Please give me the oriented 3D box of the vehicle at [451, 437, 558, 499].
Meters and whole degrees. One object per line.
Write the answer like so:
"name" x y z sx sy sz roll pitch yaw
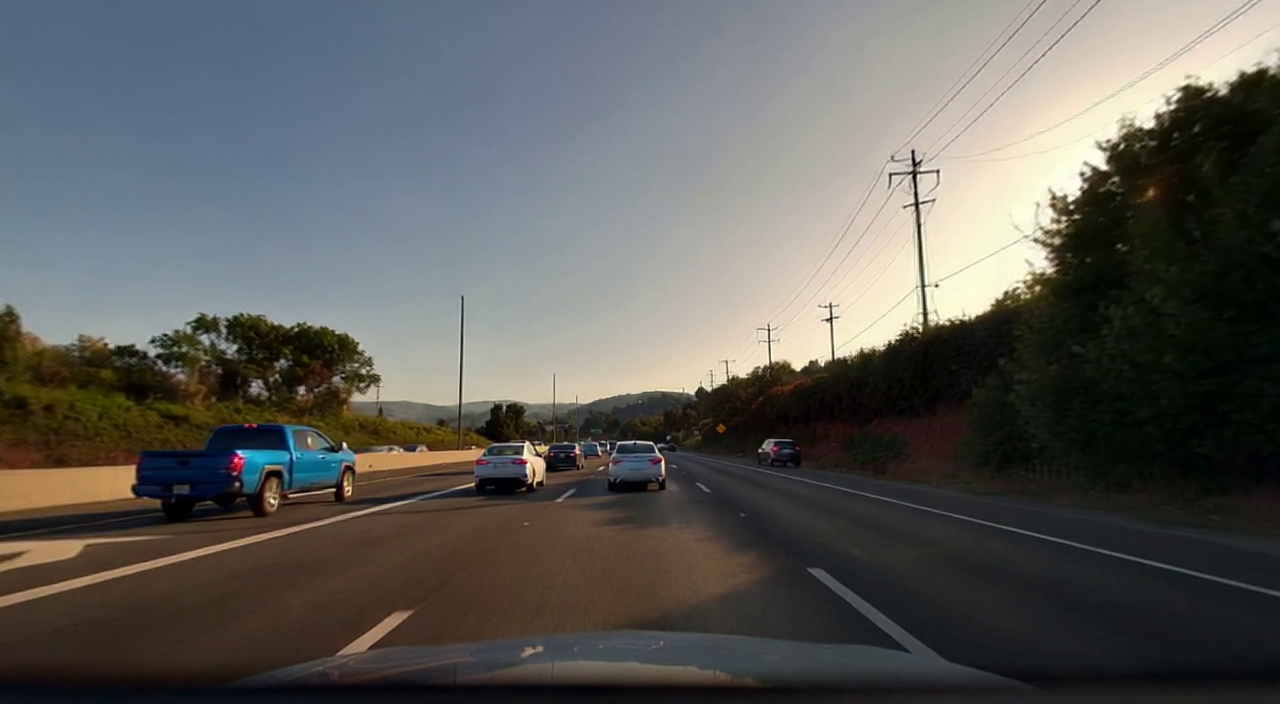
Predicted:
"vehicle" -3.454 3.026 16.935 1.899 1.437 4.131 0 -8 1

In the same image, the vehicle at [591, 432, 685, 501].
"vehicle" -0.087 2.888 16.398 2.102 1.499 4.439 0 -8 -1

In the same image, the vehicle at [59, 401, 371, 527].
"vehicle" -7.786 2.140 12.631 2.194 1.922 5.637 0 -8 2

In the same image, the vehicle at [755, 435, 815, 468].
"vehicle" 8.111 5.623 35.861 2.205 1.701 4.601 0 -8 -2

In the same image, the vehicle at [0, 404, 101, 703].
"vehicle" -3.830 0.712 0.954 1.955 1.481 4.604 0 -8 0
